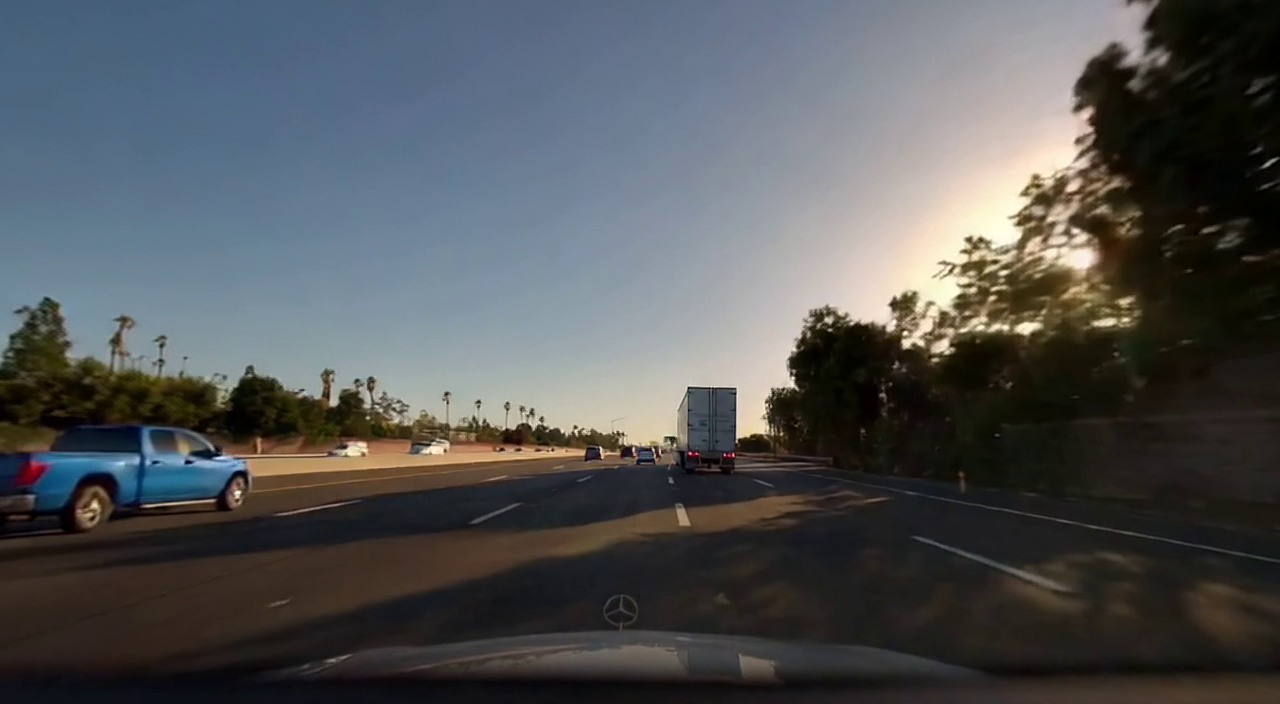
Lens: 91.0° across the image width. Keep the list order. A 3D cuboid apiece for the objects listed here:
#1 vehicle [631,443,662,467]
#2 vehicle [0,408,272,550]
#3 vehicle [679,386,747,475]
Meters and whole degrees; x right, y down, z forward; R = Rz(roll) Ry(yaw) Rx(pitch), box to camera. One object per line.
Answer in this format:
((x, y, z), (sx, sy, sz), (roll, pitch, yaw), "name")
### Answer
((0.559, 7.954, 48.784), (2.287, 1.689, 4.307), (0, -8, 2), "vehicle")
((-8.690, 1.926, 10.256), (2.264, 1.728, 4.940), (0, -8, 2), "vehicle")
((3.942, 4.824, 37.890), (2.891, 4.123, 16.415), (0, -8, 3), "vehicle")
